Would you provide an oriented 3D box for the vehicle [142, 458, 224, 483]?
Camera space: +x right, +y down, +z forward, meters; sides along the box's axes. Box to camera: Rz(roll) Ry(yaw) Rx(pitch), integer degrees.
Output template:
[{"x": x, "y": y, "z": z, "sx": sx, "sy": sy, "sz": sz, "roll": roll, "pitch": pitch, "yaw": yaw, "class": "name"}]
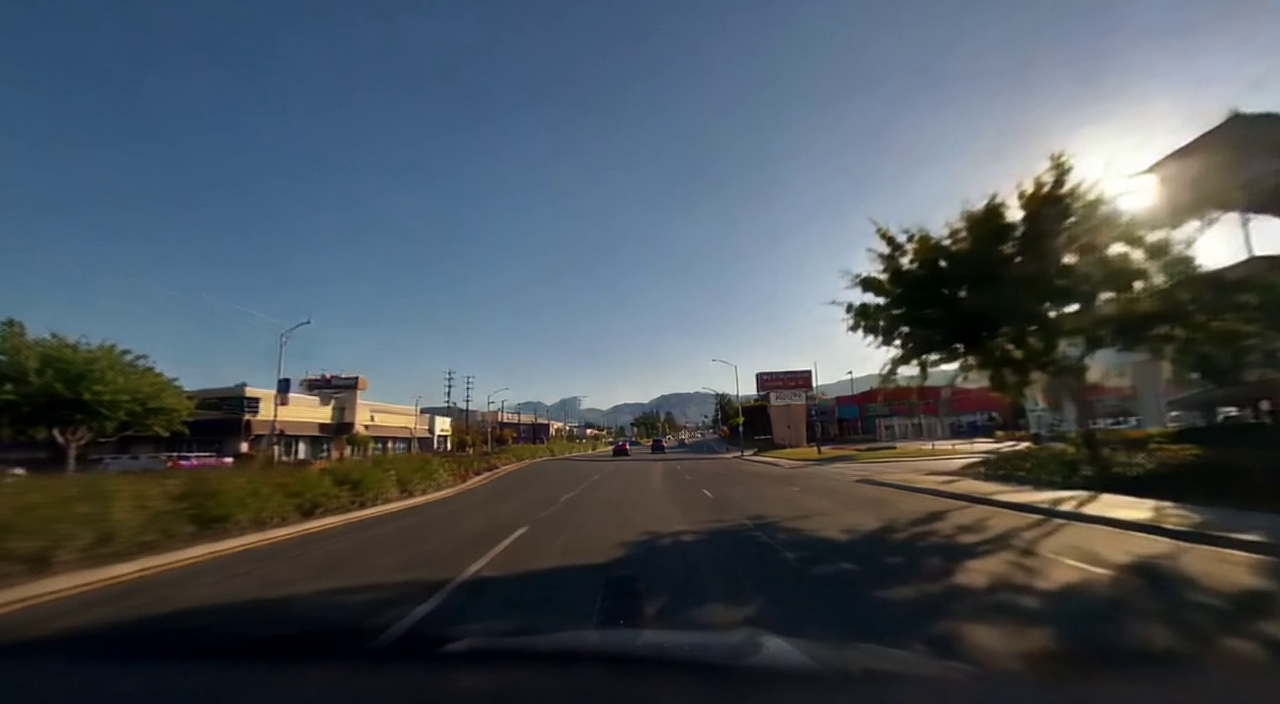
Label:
[{"x": -30.245, "y": 7.825, "z": 42.016, "sx": 1.820, "sy": 1.467, "sz": 4.594, "roll": -1, "pitch": -9, "yaw": 4, "class": "vehicle"}]
